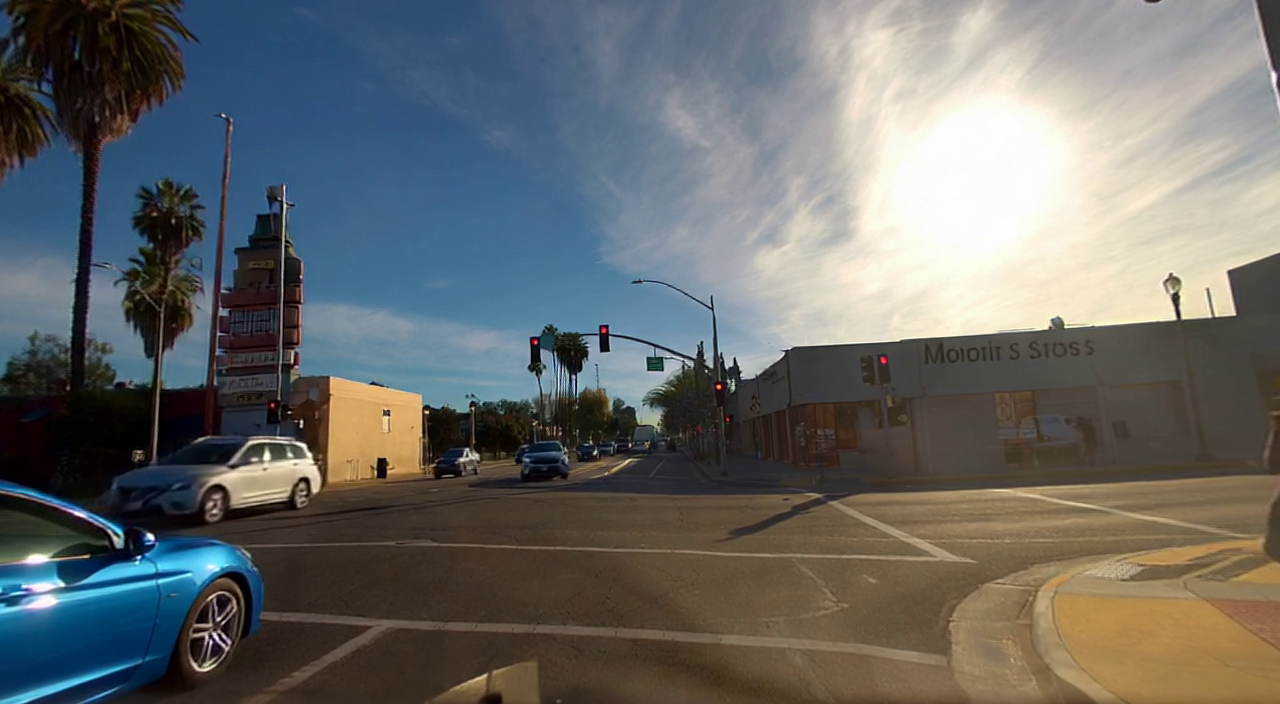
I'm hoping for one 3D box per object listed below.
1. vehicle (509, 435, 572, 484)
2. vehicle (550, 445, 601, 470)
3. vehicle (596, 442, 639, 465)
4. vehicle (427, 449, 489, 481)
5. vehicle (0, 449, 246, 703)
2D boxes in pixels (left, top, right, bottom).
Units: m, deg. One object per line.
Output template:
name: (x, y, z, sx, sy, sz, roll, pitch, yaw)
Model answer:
vehicle: (-4.055, 4.220, 25.117, 2.092, 1.709, 4.775, 2, -9, -13)
vehicle: (-4.041, 6.698, 40.393, 1.839, 1.468, 4.549, -2, -9, 12)
vehicle: (-1.689, 7.778, 48.545, 2.072, 1.613, 4.386, -3, -9, 15)
vehicle: (-11.386, 7.052, 39.803, 1.870, 1.705, 4.426, -7, -10, 11)
vehicle: (-3.704, 1.016, 2.242, 1.850, 1.325, 4.295, 0, -9, 0)
